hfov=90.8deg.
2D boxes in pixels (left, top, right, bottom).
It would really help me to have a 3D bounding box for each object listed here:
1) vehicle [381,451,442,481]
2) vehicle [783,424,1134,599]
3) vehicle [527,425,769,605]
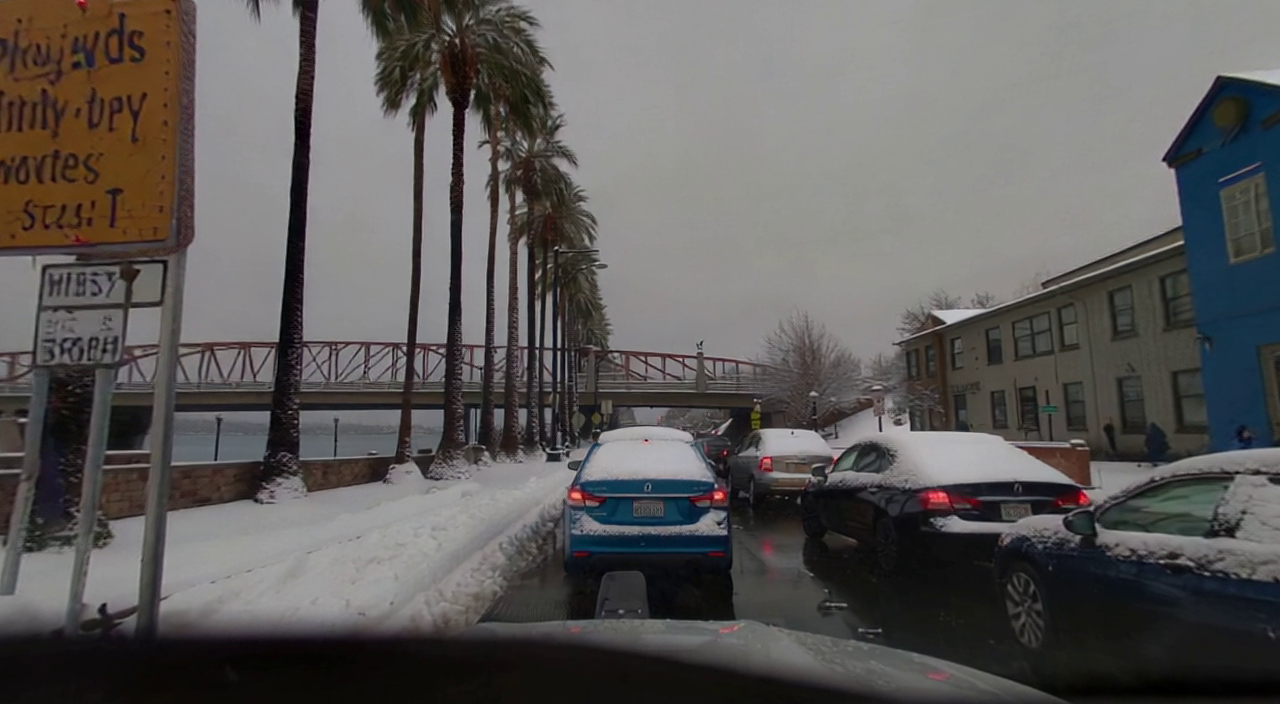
[{"bbox_3d":[-14.949,7.470,41.669,2.104,1.802,4.852,0,-9,1],"label":"vehicle"},{"bbox_3d":[3.264,1.713,7.725,1.920,1.490,4.417,0,-9,-1],"label":"vehicle"},{"bbox_3d":[0.062,1.669,7.275,2.048,1.503,3.681,0,-9,0],"label":"vehicle"}]
